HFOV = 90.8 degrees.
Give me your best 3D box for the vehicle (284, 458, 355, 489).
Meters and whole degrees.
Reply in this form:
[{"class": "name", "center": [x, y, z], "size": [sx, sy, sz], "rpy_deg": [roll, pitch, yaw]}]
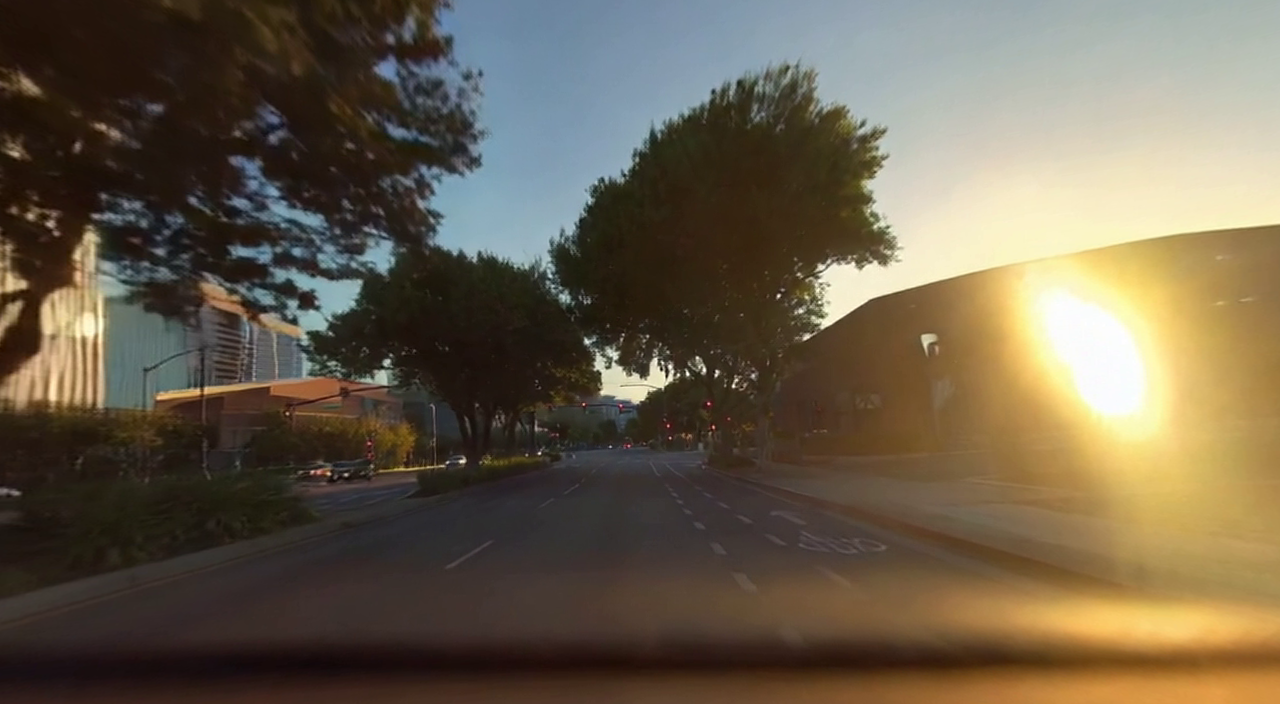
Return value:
[{"class": "vehicle", "center": [-19.926, 7.548, 39.456], "size": [2.223, 1.728, 4.250], "rpy_deg": [0, -9, -1]}]
